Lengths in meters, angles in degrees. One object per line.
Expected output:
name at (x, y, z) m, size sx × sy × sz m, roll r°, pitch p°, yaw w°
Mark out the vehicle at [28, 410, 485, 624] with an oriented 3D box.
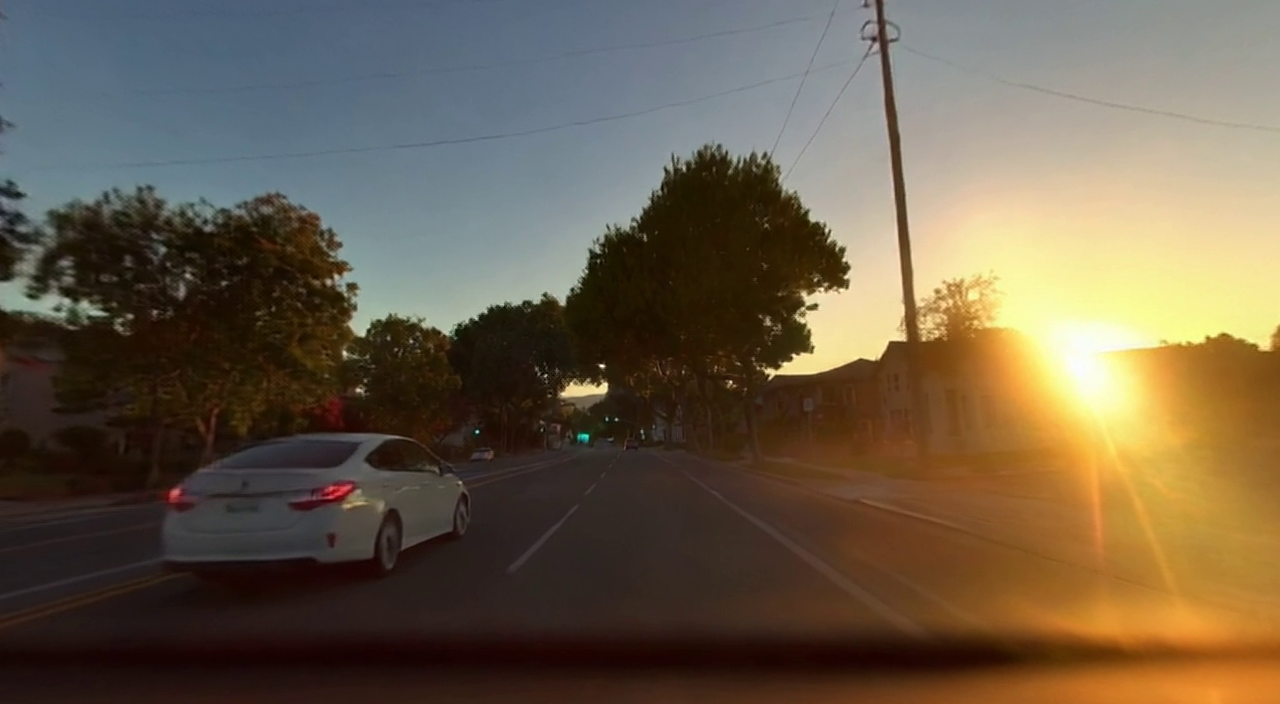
vehicle at (-3.233, 1.478, 6.634) m, size 2.113 × 1.493 × 4.222 m, roll 0°, pitch -8°, yaw 0°
